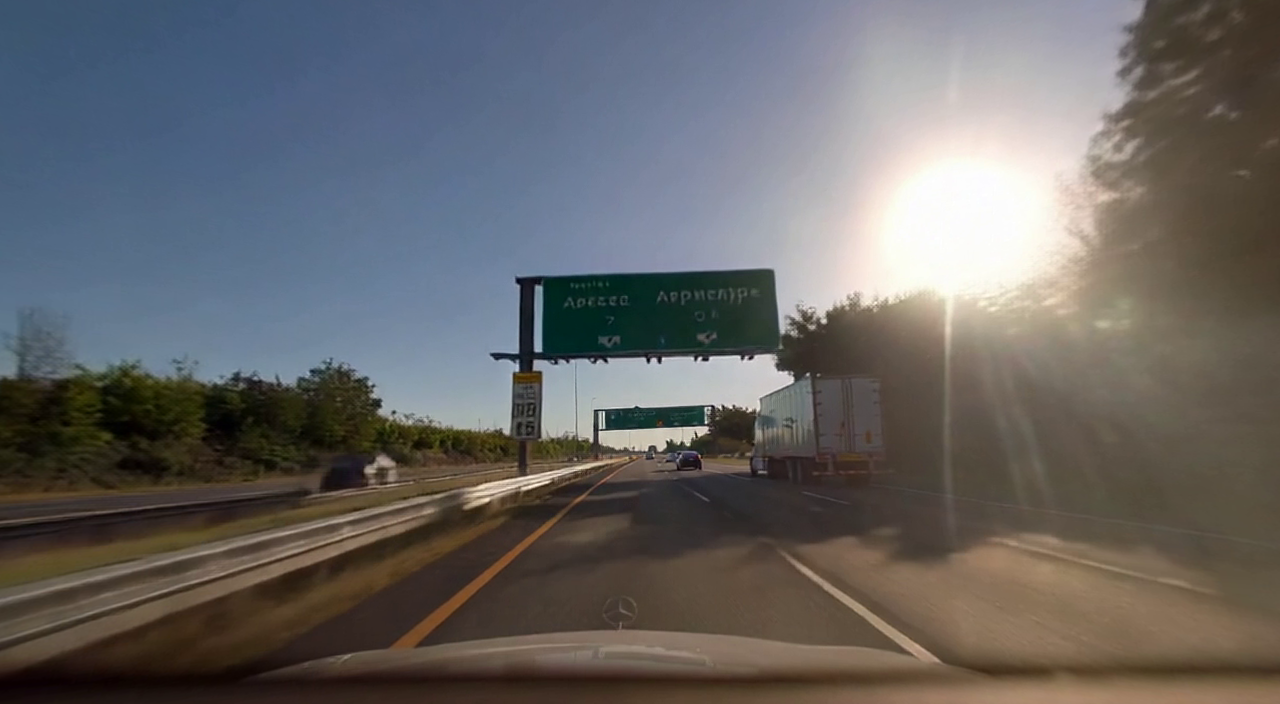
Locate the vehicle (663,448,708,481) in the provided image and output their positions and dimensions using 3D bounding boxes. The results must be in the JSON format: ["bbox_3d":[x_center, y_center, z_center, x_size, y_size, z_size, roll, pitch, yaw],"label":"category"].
[{"bbox_3d":[2.285,5.735,32.351,2.024,1.579,3.707,-1,-9,0],"label":"vehicle"}]

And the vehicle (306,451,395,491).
[{"bbox_3d":[-11.985,4.923,26.349,1.854,1.514,3.892,0,-9,0],"label":"vehicle"}]

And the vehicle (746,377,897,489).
[{"bbox_3d":[7.756,3.996,29.773,2.907,4.042,13.858,0,-9,0],"label":"vehicle"}]
